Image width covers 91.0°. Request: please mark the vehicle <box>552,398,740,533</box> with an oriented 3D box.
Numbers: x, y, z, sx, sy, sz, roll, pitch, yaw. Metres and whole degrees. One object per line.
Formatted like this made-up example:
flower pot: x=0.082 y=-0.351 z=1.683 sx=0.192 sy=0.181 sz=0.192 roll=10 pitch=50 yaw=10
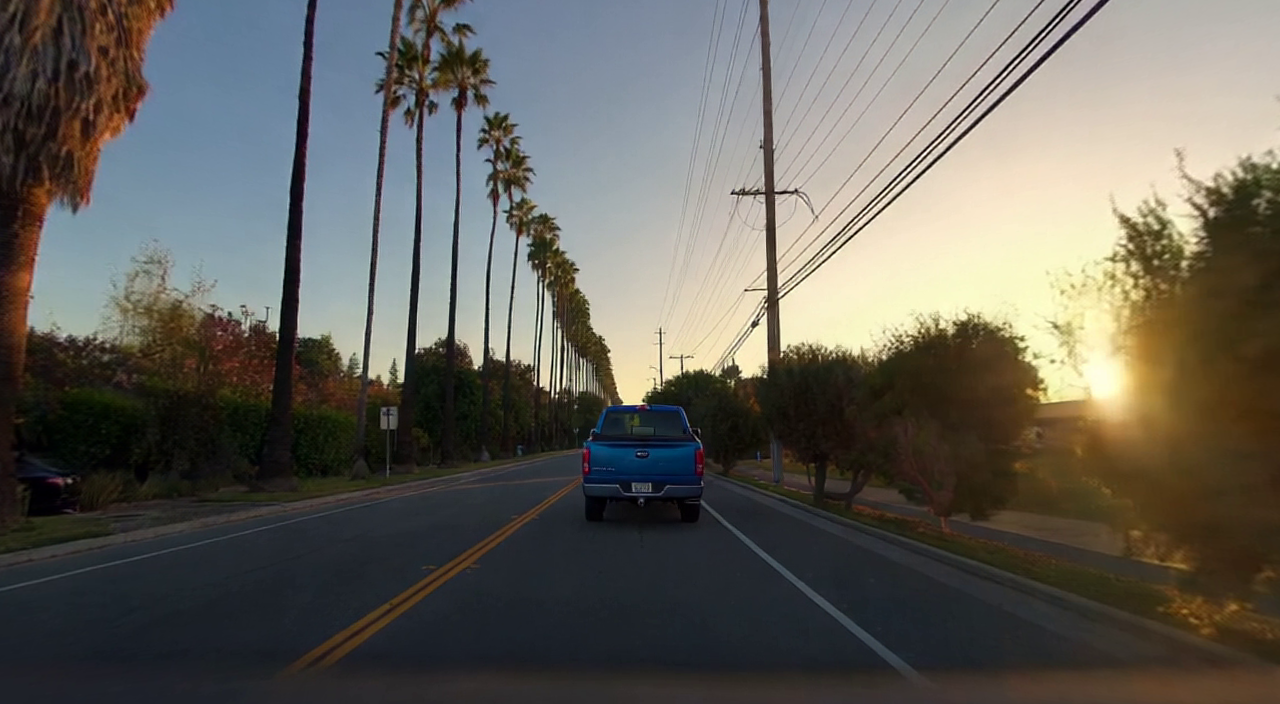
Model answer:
vehicle: x=0.065 y=2.141 z=12.447 sx=2.803 sy=2.005 sz=5.885 roll=0 pitch=-8 yaw=-1
